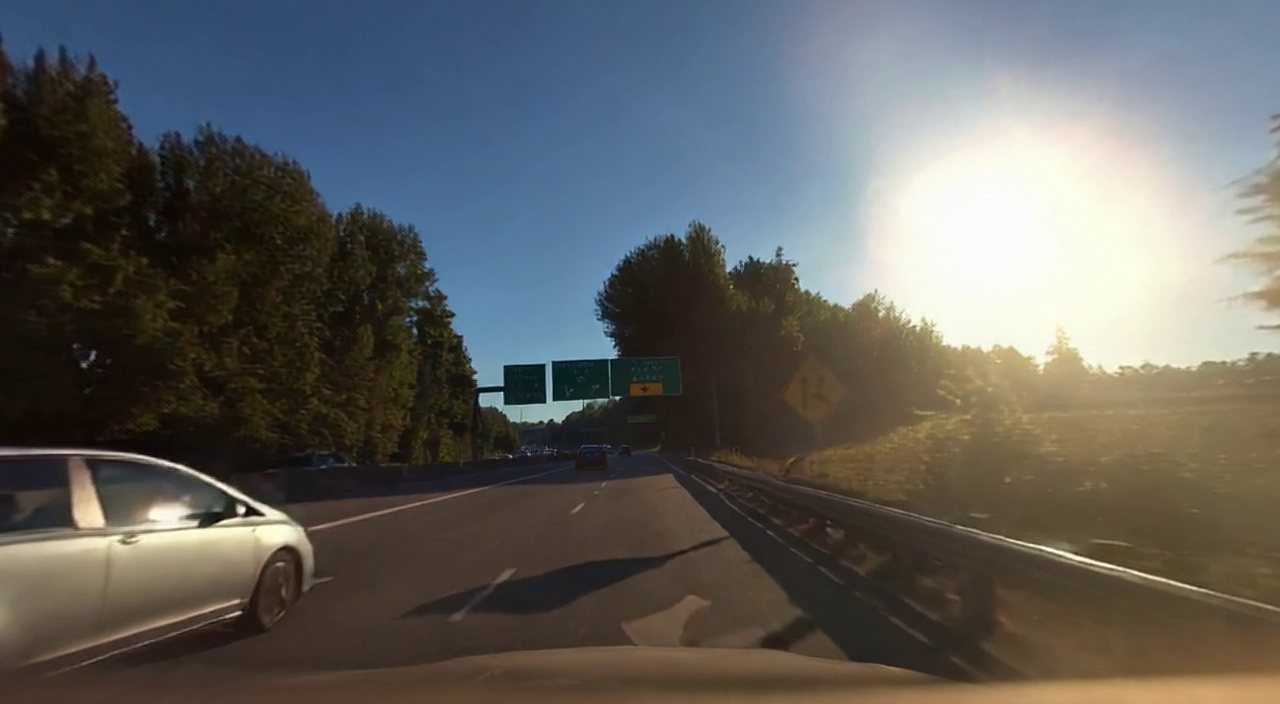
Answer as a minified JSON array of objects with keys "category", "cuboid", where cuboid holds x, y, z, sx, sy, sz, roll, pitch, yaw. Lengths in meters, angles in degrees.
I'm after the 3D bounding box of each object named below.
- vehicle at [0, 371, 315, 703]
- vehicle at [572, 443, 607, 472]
[{"category":"vehicle","cuboid":[-3.240,0.920,2.621,1.846,1.566,3.525,0,-9,0]},{"category":"vehicle","cuboid":[-2.855,6.038,36.246,1.675,1.537,3.574,0,-9,1]}]
